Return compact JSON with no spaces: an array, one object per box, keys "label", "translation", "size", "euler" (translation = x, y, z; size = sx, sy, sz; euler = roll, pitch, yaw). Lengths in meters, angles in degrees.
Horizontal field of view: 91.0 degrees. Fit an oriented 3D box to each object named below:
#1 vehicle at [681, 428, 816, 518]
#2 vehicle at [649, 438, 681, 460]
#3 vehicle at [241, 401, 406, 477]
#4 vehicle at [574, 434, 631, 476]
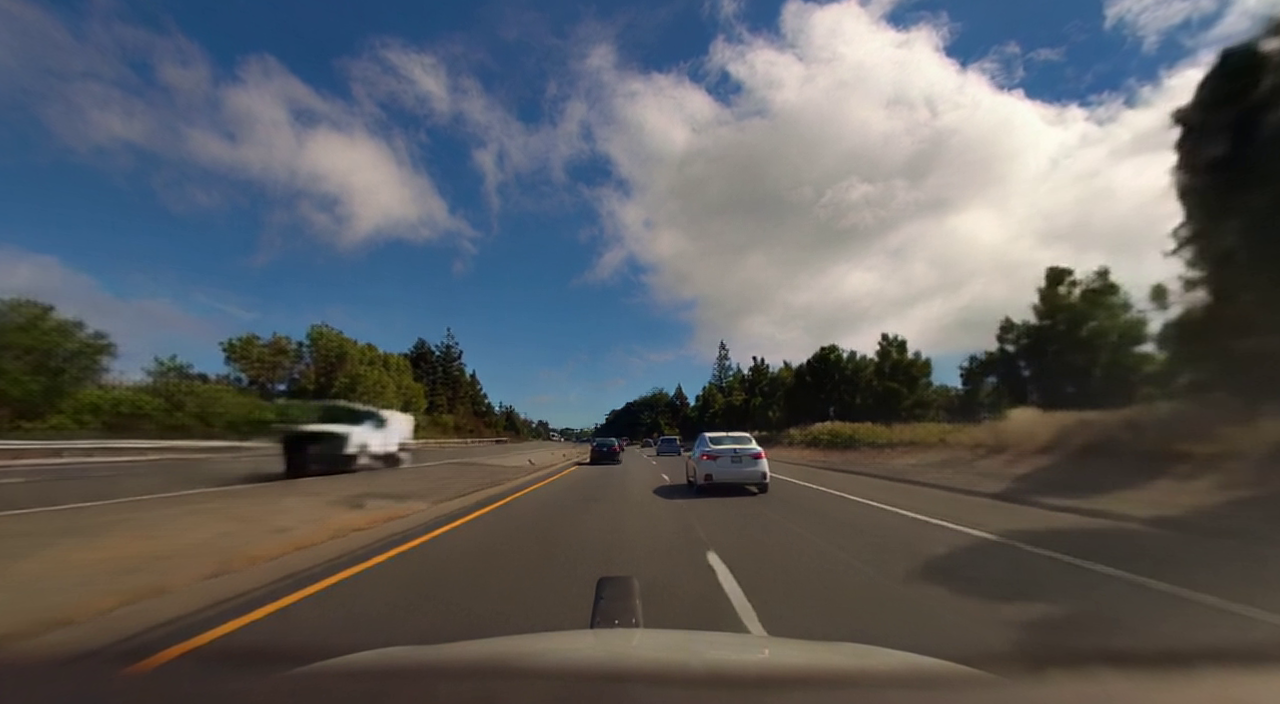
[{"label":"vehicle","translation":[2.087,2.503,13.705],"size":[2.055,1.566,5.046],"euler":[0,-8,0]},{"label":"vehicle","translation":[1.821,7.156,46.650],"size":[2.146,1.546,3.796],"euler":[0,-8,0]},{"label":"vehicle","translation":[-8.039,2.290,16.517],"size":[2.109,1.706,4.082],"euler":[0,-8,1]},{"label":"vehicle","translation":[-1.471,4.266,26.311],"size":[2.178,1.559,4.254],"euler":[0,-8,-1]}]
